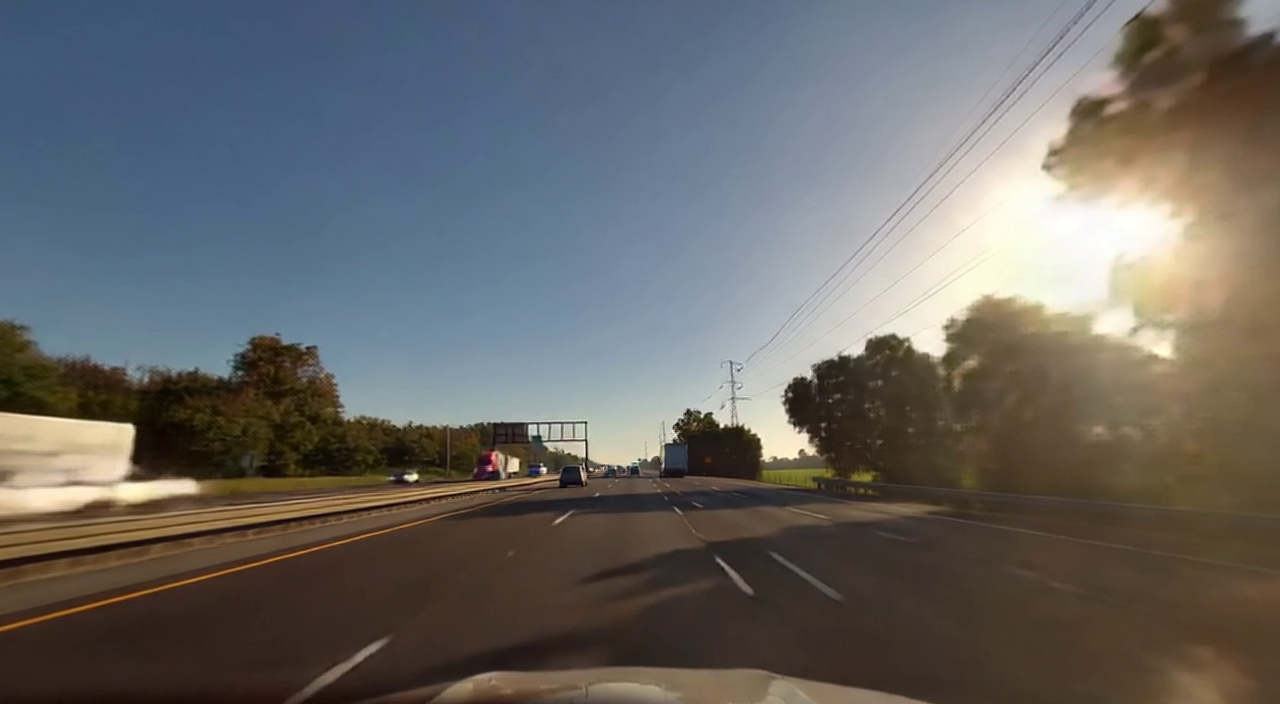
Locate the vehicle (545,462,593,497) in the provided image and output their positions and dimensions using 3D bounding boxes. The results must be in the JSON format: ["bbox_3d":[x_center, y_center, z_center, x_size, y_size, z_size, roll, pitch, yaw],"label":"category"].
[{"bbox_3d":[-3.474,6.346,31.556,1.942,1.597,3.943,1,-10,0],"label":"vehicle"}]

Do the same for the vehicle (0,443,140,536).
[{"bbox_3d":[-12.052,2.471,11.440,2.013,1.575,4.759,1,-11,-1],"label":"vehicle"}]
